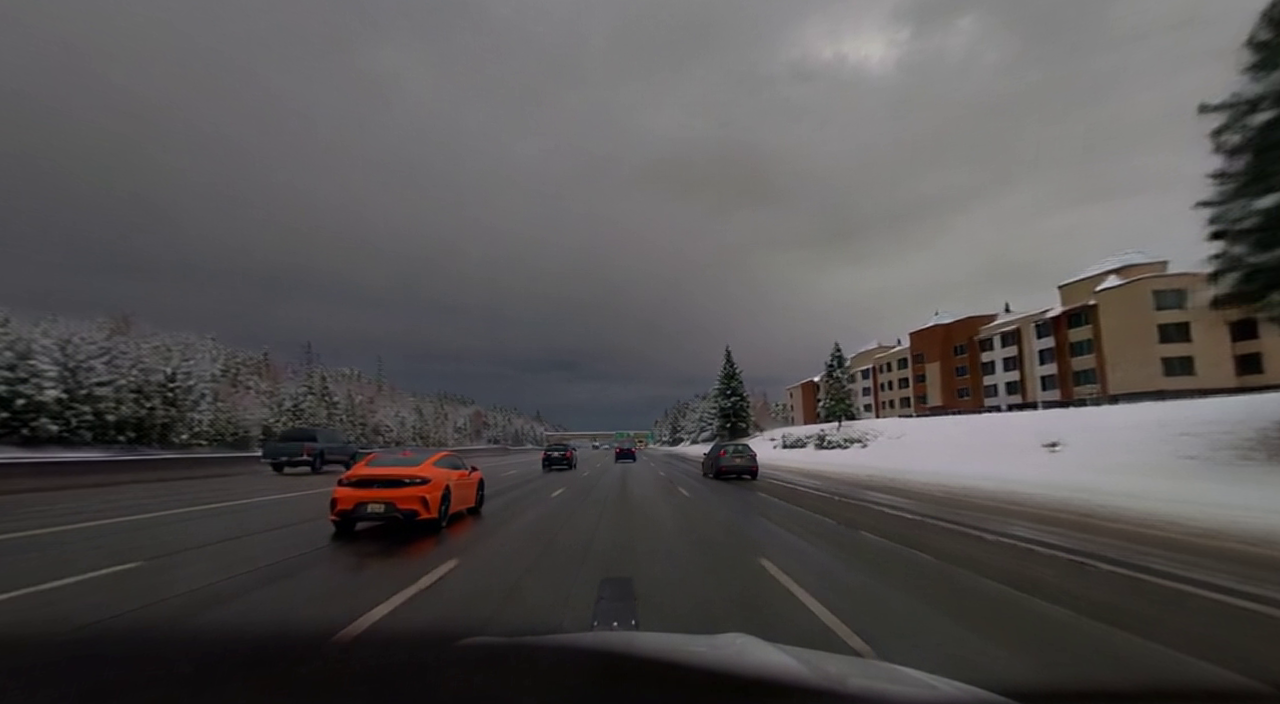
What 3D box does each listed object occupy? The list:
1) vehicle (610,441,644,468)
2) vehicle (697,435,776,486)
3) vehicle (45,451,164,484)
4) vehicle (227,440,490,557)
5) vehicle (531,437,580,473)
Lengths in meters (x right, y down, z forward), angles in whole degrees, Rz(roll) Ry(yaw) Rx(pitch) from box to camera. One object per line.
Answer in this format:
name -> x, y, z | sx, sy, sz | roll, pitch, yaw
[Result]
vehicle -> -0.830, 6.586, 40.878 | 2.053, 1.650, 3.945 | 0, -8, -1
vehicle -> 3.338, 3.857, 22.798 | 2.061, 1.658, 4.417 | 0, -8, -2
vehicle -> -25.996, 5.587, 30.916 | 1.816, 1.457, 4.598 | 0, -8, 0
vehicle -> -4.002, 2.138, 10.059 | 2.124, 1.426, 4.444 | 0, -8, 0
vehicle -> -4.390, 5.425, 33.437 | 2.044, 1.774, 4.329 | 0, -8, 0
